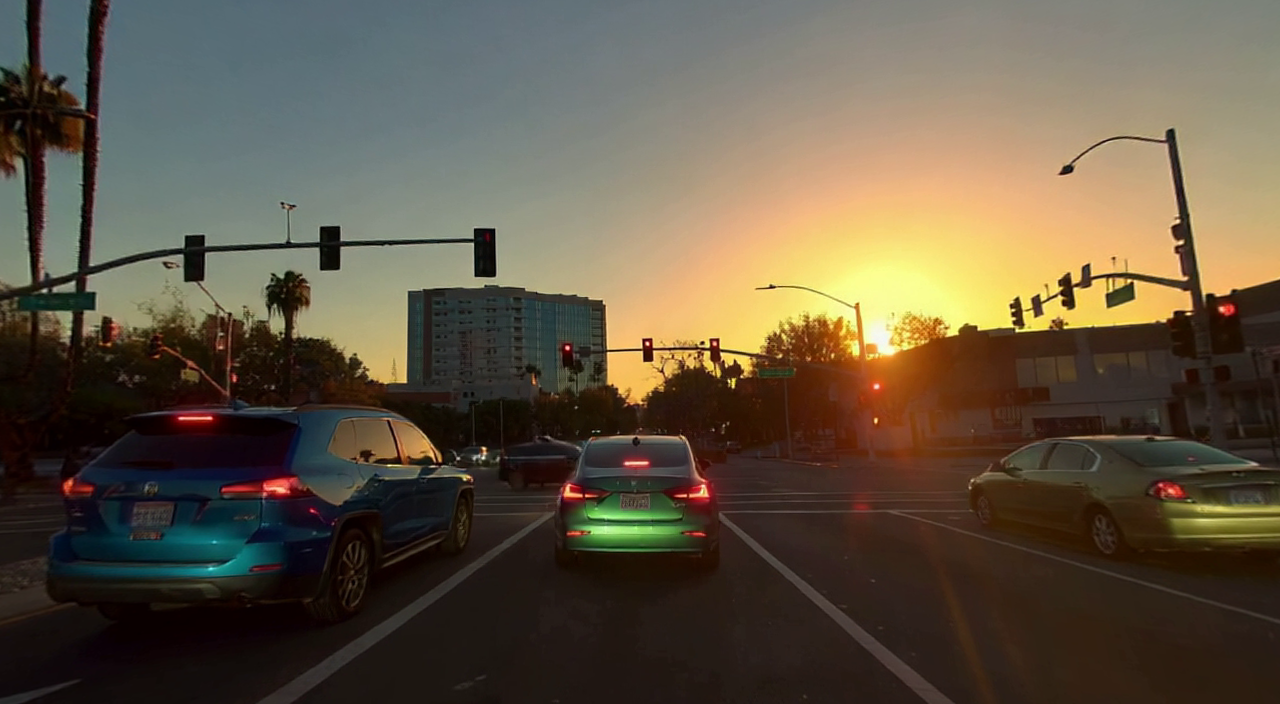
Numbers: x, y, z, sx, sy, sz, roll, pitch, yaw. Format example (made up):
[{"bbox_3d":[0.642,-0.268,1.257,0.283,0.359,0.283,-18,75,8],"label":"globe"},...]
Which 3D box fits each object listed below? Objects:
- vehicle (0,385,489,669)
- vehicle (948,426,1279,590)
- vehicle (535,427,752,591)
[{"bbox_3d":[-3.103,1.372,6.089,2.051,1.682,4.467,0,-8,2],"label":"vehicle"},{"bbox_3d":[6.094,1.764,8.109,1.970,1.489,4.482,0,-8,-1],"label":"vehicle"},{"bbox_3d":[0.000,1.707,7.720,1.942,1.445,3.973,0,-8,-1],"label":"vehicle"}]
